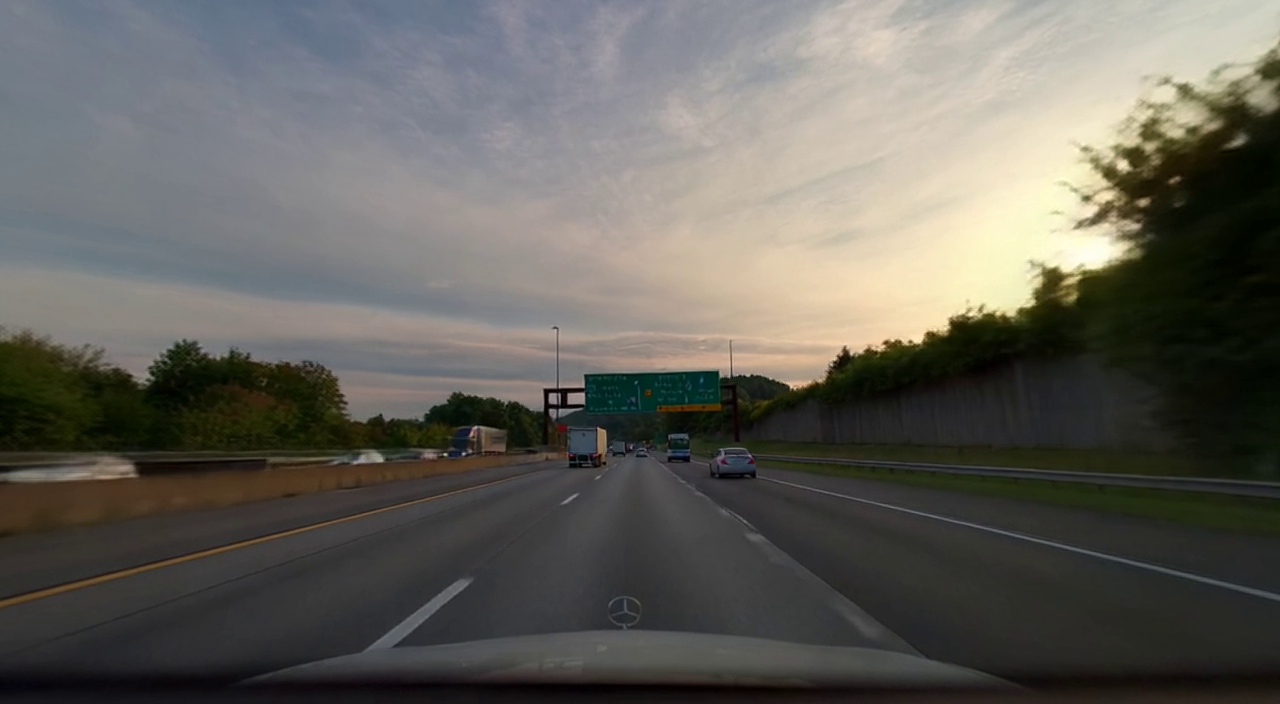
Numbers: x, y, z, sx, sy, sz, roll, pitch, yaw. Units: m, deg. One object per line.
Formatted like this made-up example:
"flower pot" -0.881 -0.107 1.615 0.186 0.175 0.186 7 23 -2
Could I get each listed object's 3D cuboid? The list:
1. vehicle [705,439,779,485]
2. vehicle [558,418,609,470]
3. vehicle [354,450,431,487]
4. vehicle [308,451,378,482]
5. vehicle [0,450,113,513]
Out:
"vehicle" 3.707 4.080 23.625 1.983 1.545 4.038 0 -9 -1
"vehicle" -3.669 6.255 42.524 2.667 3.195 6.731 0 -9 1
"vehicle" -11.367 5.345 29.300 1.803 1.570 4.402 0 -9 0
"vehicle" -15.612 6.020 33.391 1.692 1.483 4.077 0 -9 0
"vehicle" -19.266 3.946 19.525 1.935 1.800 4.470 0 -9 0
